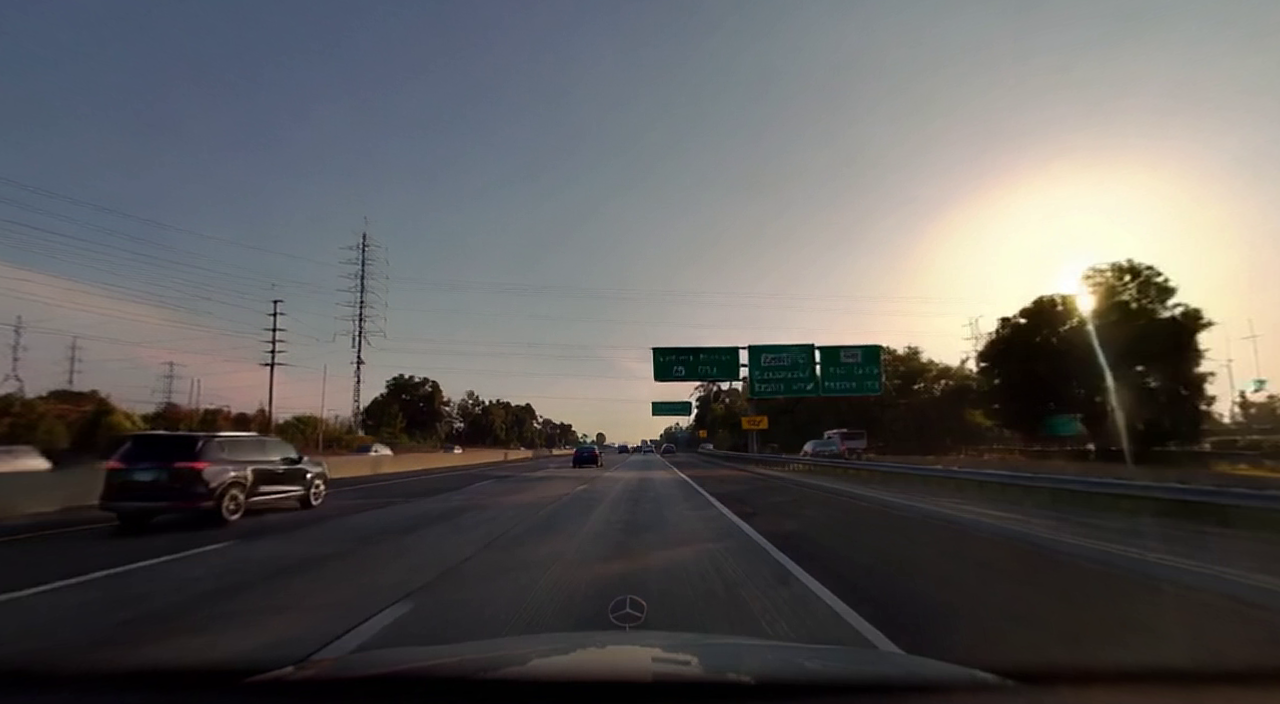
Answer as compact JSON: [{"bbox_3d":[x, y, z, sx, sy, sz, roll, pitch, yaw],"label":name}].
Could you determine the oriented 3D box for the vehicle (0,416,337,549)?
[{"bbox_3d":[-7.393,2.050,10.601,2.118,1.696,4.836,0,-9,1],"label":"vehicle"}]

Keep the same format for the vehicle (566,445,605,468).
[{"bbox_3d":[-3.454,6.755,40.881,2.048,1.368,4.613,0,-9,1],"label":"vehicle"}]

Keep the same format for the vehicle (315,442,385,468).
[{"bbox_3d":[-18.312,6.505,40.049,2.120,1.532,4.534,0,-9,2],"label":"vehicle"}]
